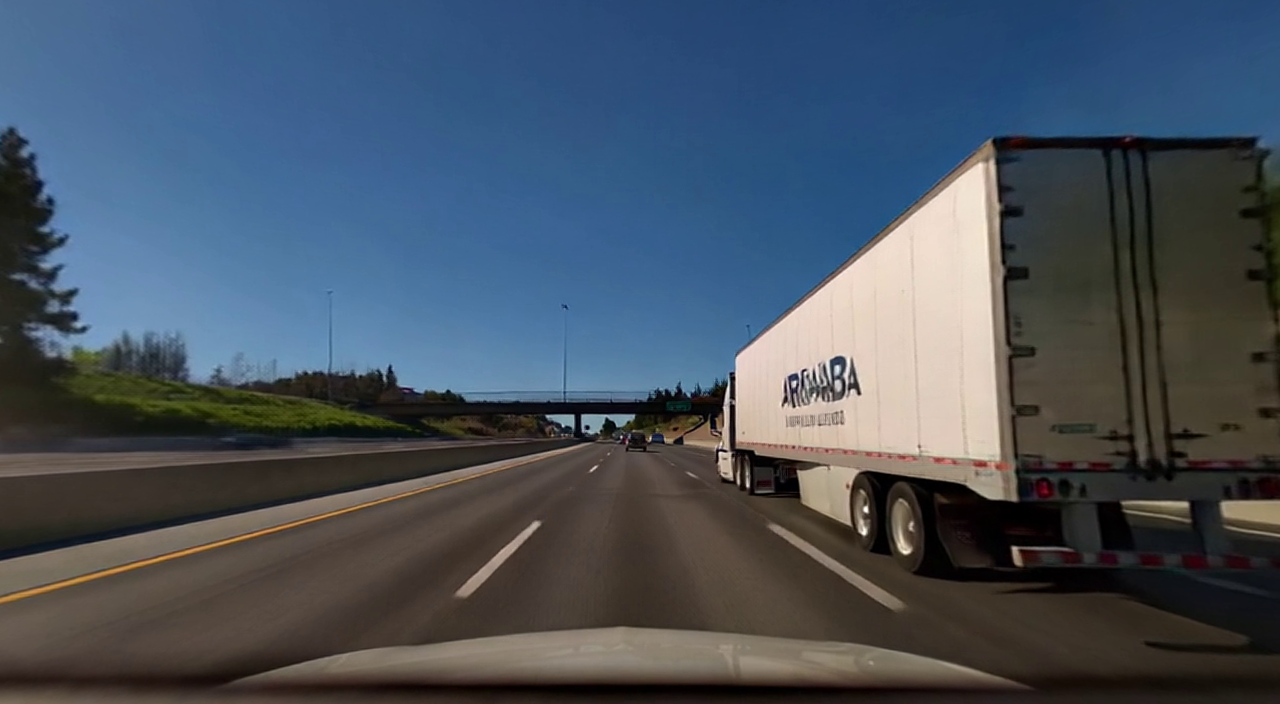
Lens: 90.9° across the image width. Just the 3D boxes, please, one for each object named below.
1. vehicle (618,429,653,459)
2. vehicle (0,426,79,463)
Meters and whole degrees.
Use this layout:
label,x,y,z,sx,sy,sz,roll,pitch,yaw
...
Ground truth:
label,x,y,z,sx,sy,sz,roll,pitch,yaw
vehicle,-0.349,6.213,42.553,2.277,1.913,4.510,0,-8,-2
vehicle,-26.174,3.860,26.370,1.717,1.460,3.939,0,-8,-1
